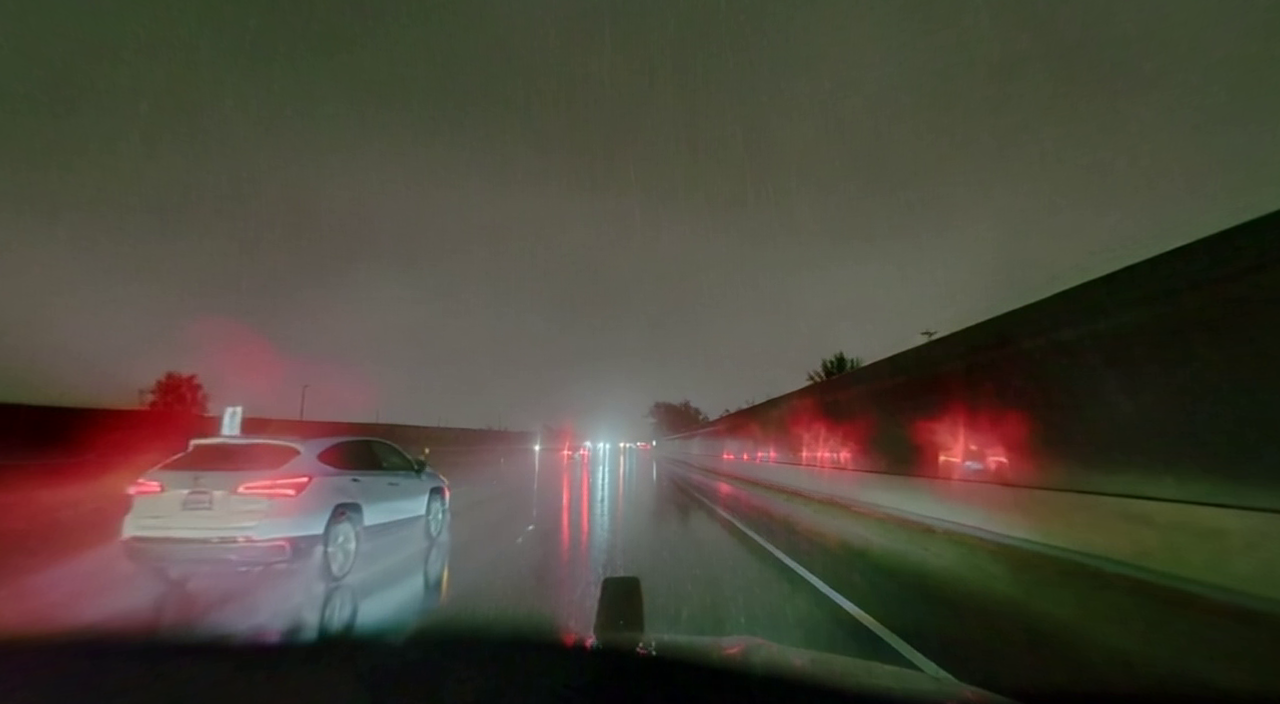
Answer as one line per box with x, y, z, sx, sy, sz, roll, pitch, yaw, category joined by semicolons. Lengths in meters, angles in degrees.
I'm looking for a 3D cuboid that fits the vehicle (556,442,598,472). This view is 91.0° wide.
-3.794;6.402;38.707;2.133;1.683;4.340;1;-9;0;vehicle

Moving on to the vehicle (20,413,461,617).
-3.775;1.610;7.144;2.195;1.573;4.176;0;-9;1;vehicle
